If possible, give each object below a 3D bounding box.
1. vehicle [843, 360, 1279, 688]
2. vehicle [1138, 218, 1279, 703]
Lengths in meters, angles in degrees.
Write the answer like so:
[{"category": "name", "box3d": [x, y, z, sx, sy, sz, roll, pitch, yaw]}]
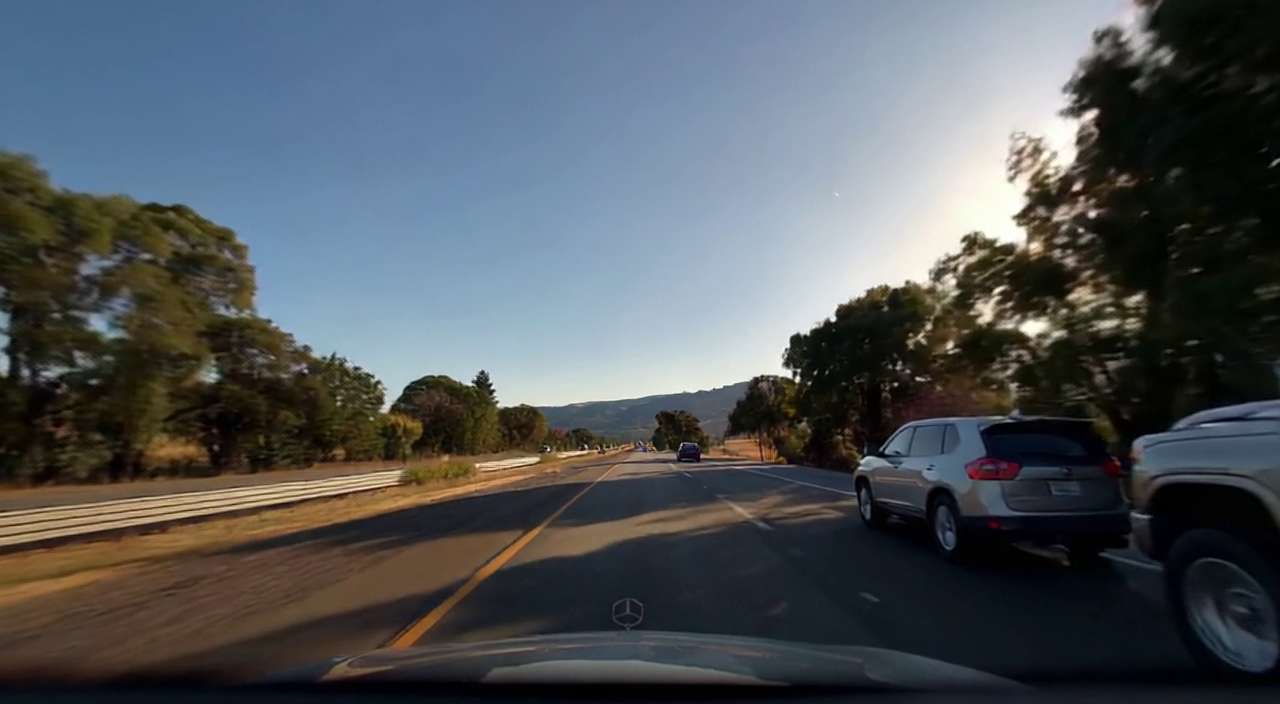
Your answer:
[{"category": "vehicle", "box3d": [4.011, 1.344, 6.323, 2.070, 1.799, 5.584, 0, -8, 0]}, {"category": "vehicle", "box3d": [4.011, 0.393, 1.683, 2.150, 2.344, 3.759, 0, -8, 0]}]
